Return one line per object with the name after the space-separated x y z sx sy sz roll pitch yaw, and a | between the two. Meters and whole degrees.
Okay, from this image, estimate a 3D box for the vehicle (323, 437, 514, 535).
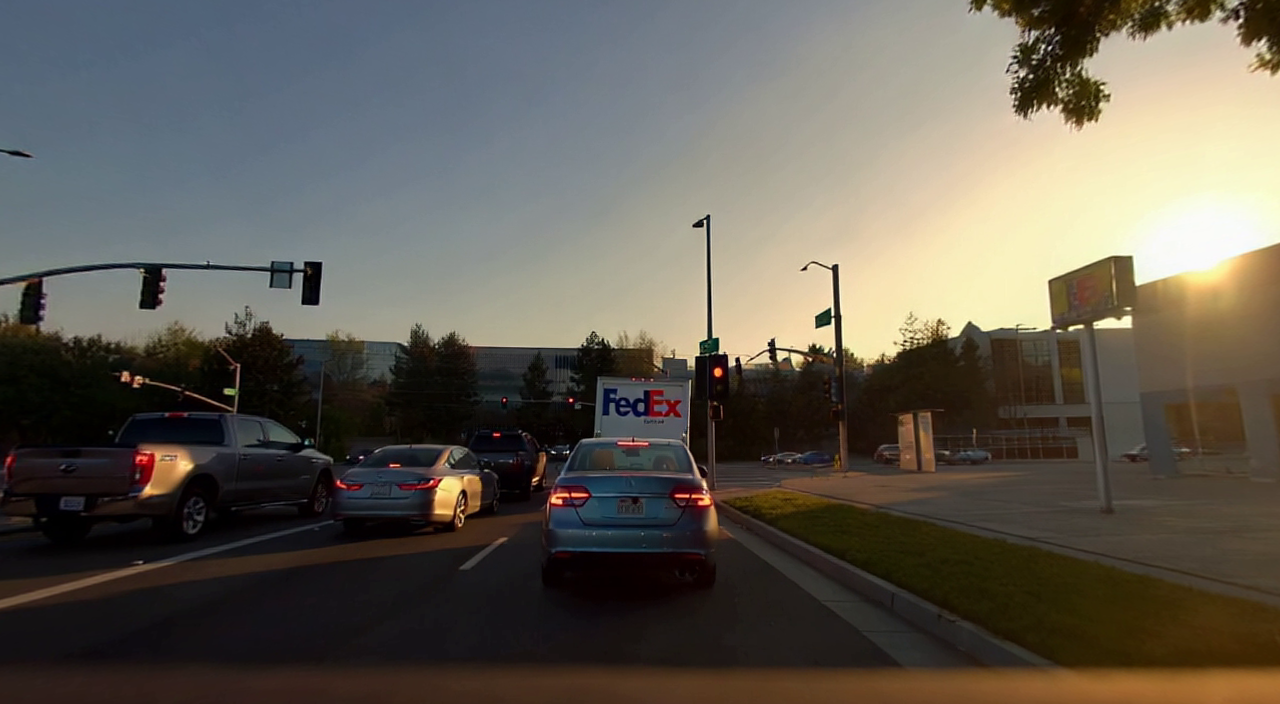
-3.871 2.398 11.932 1.949 1.487 4.390 0 -9 1 | vehicle

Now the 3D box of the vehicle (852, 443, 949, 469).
15.224 6.104 36.922 4.794 1.481 1.968 0 -8 2 | vehicle

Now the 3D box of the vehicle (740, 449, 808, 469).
10.367 8.288 48.678 4.841 1.494 1.829 1 -9 -5 | vehicle

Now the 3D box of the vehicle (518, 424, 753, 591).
-0.050 1.748 7.943 2.145 1.513 4.269 0 -9 0 | vehicle

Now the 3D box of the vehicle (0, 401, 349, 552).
-7.285 1.983 10.727 2.125 1.893 5.498 0 -9 -2 | vehicle
